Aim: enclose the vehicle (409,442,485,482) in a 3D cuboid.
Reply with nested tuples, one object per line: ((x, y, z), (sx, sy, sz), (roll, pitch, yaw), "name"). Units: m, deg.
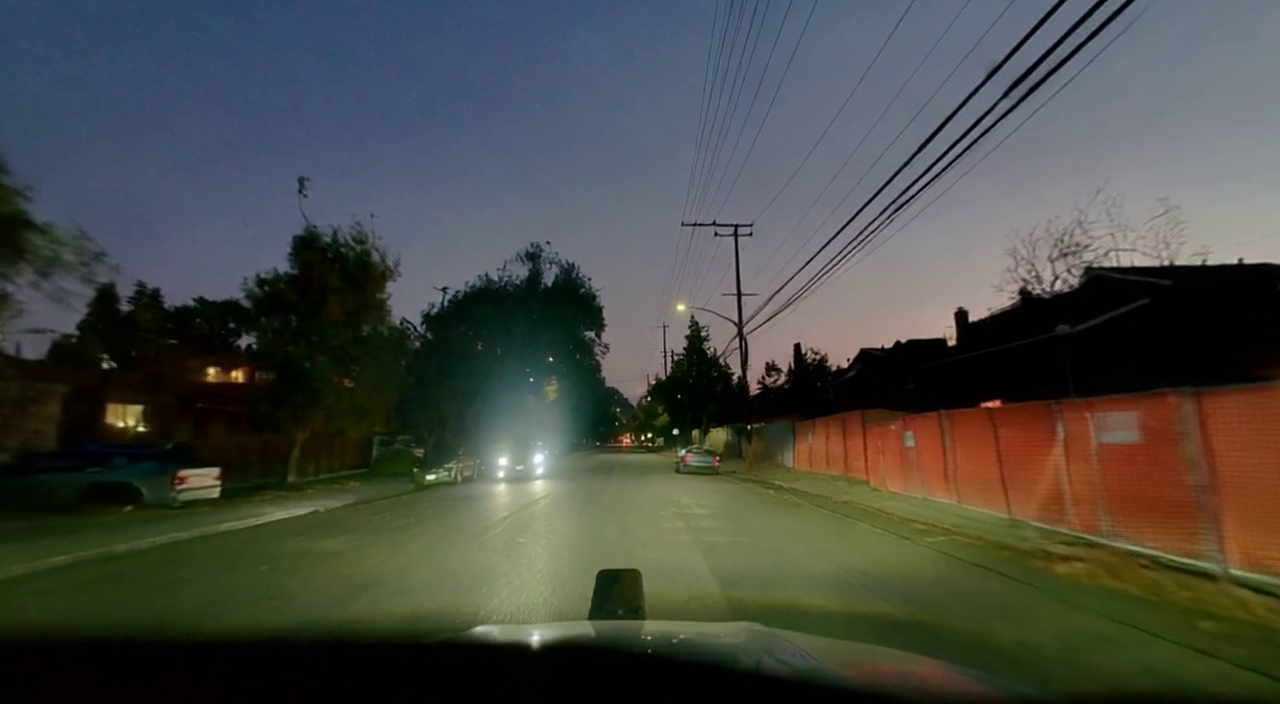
((-8.225, 4.720, 27.362), (2.041, 1.480, 4.474), (-2, -9, -2), "vehicle")

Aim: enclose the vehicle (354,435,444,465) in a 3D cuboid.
((-15.308, 6.270, 40.332), (4.833, 1.831, 2.066), (0, -8, -1), "vehicle")

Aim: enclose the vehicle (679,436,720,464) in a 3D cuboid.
((3.456, 5.761, 37.328), (1.902, 1.542, 4.099), (0, -8, -2), "vehicle")

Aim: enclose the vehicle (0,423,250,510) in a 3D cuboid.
((-12.316, 2.657, 14.874), (4.780, 1.867, 2.108), (0, -8, -3), "vehicle")

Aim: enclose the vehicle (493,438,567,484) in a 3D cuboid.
((-4.254, 4.266, 25.063), (2.068, 1.543, 4.523), (-3, -8, 0), "vehicle")
